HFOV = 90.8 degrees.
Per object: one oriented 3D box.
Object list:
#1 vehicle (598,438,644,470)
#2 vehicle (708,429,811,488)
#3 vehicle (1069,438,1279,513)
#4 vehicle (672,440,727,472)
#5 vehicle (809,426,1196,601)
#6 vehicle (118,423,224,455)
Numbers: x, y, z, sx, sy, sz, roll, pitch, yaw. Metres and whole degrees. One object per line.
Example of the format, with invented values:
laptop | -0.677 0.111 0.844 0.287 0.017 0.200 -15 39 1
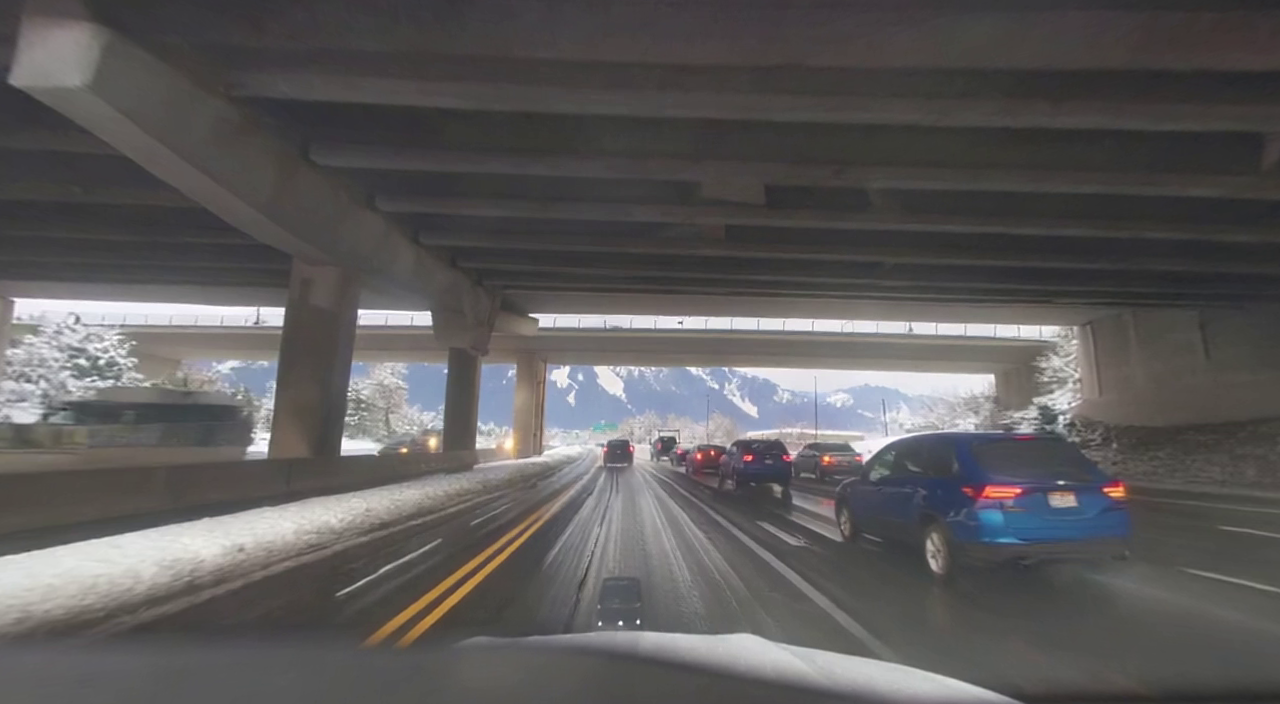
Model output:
vehicle | -0.993 5.346 33.211 2.266 1.549 3.978 0 -8 -2
vehicle | 3.838 3.566 21.448 2.276 1.739 5.040 0 -8 -3
vehicle | 13.023 2.812 15.027 1.878 1.459 4.742 1 -9 -7
vehicle | 2.862 5.148 31.424 2.074 1.455 4.646 0 -8 -3
vehicle | 3.707 1.716 7.710 1.944 1.466 4.540 0 -8 -1
vehicle | -29.075 5.480 39.476 2.322 1.825 5.698 0 -8 -1
